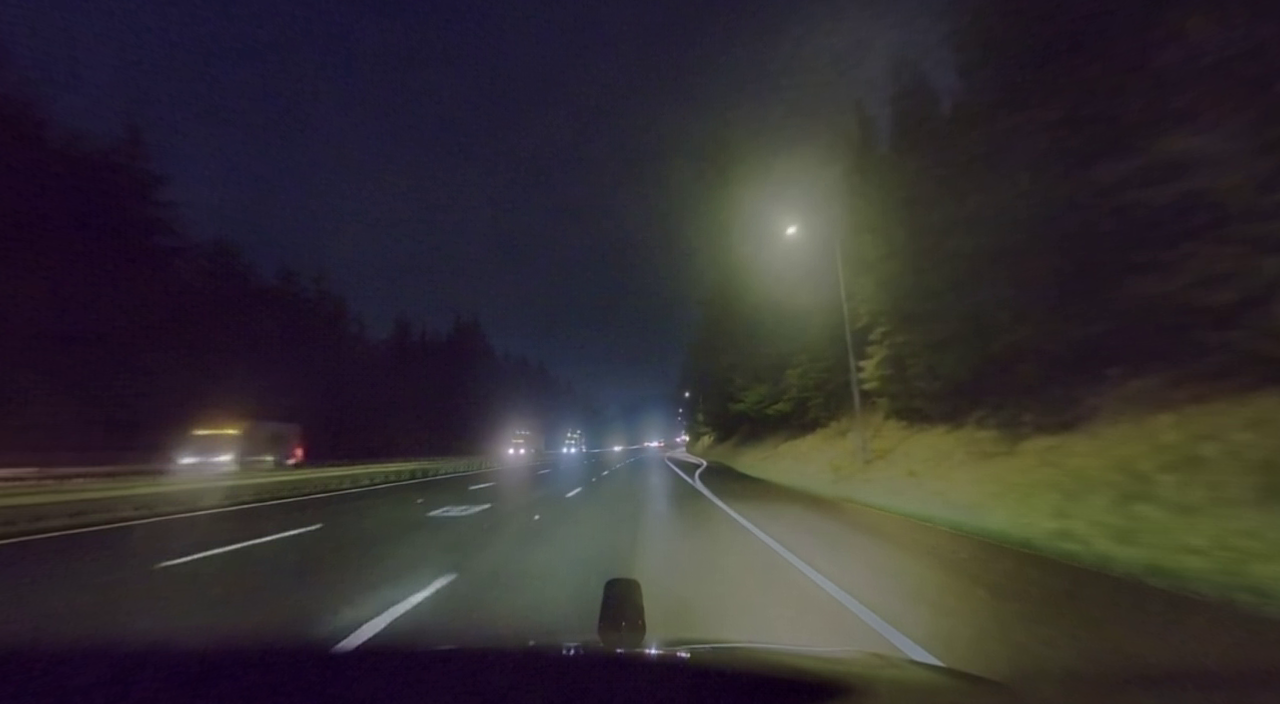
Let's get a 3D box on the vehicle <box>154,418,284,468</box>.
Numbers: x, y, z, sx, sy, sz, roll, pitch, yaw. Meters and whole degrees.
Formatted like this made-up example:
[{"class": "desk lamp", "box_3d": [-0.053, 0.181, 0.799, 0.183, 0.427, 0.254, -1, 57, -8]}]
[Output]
[{"class": "vehicle", "box_3d": [-19.334, 4.271, 29.368, 2.257, 2.085, 5.396, 0, -9, 1]}]
